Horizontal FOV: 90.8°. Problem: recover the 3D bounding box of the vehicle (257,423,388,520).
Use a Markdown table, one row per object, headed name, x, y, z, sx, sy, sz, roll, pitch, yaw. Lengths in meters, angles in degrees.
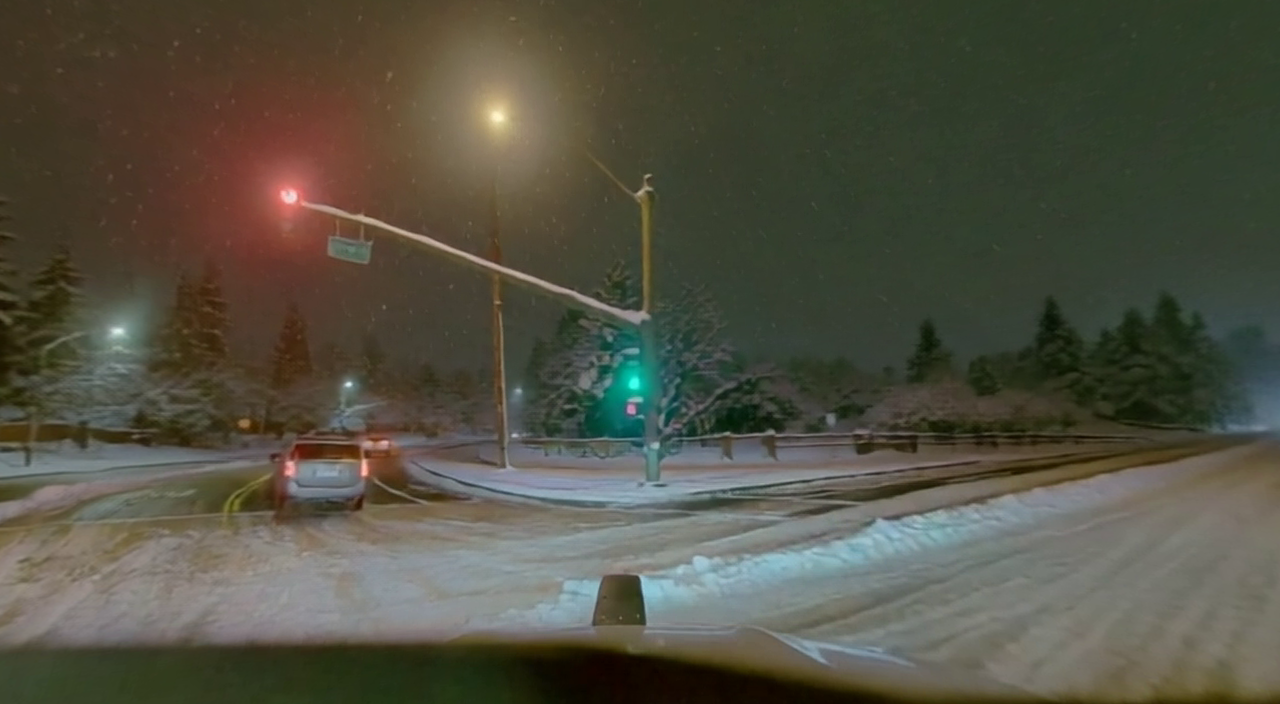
| name | x | y | z | sx | sy | sz | roll | pitch | yaw |
| --- | --- | --- | --- | --- | --- | --- | --- | --- | --- |
| vehicle | -7.320 | 2.633 | 14.637 | 2.230 | 1.827 | 4.580 | 4 | -9 | -27 |
